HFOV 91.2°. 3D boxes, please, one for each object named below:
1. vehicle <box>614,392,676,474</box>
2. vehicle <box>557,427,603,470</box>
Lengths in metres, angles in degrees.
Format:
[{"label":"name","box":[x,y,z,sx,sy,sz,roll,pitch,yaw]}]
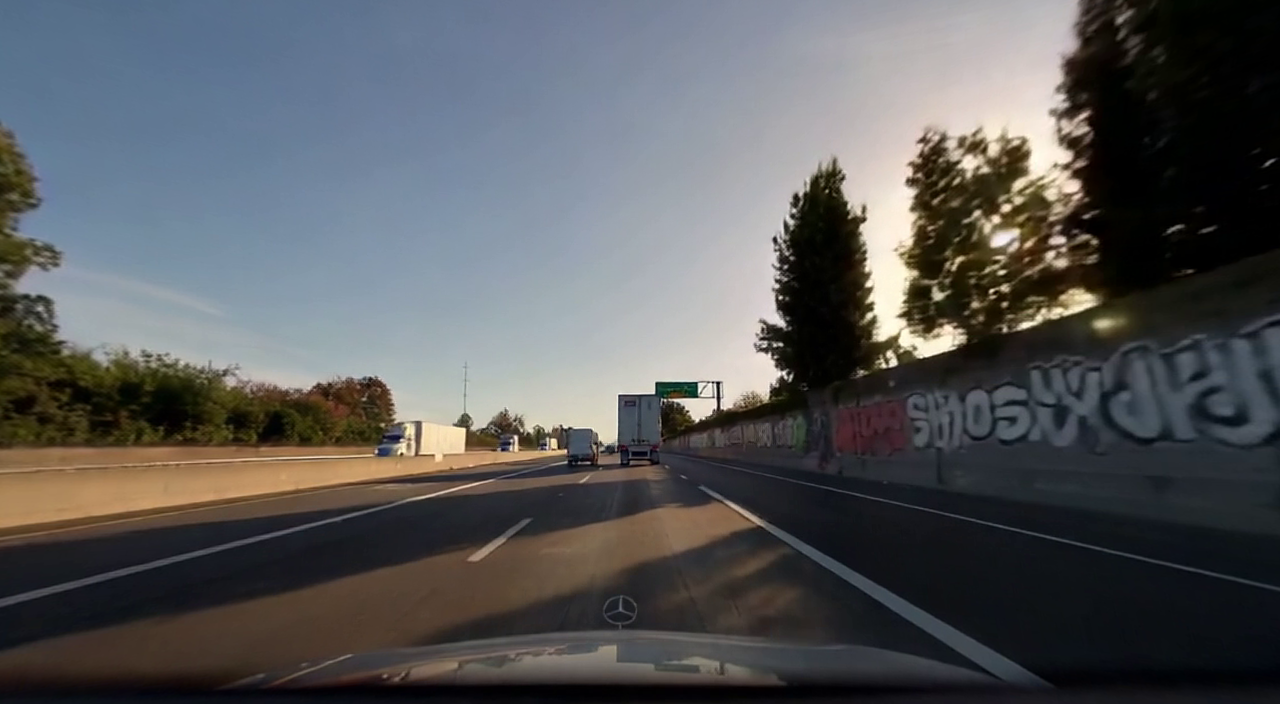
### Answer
[{"label":"vehicle","box":[0.161,4.825,36.420,3.042,4.023,10.832,0,-9,-1]},{"label":"vehicle","box":[-3.538,5.865,38.006,2.278,2.369,5.249,0,-9,0]}]
